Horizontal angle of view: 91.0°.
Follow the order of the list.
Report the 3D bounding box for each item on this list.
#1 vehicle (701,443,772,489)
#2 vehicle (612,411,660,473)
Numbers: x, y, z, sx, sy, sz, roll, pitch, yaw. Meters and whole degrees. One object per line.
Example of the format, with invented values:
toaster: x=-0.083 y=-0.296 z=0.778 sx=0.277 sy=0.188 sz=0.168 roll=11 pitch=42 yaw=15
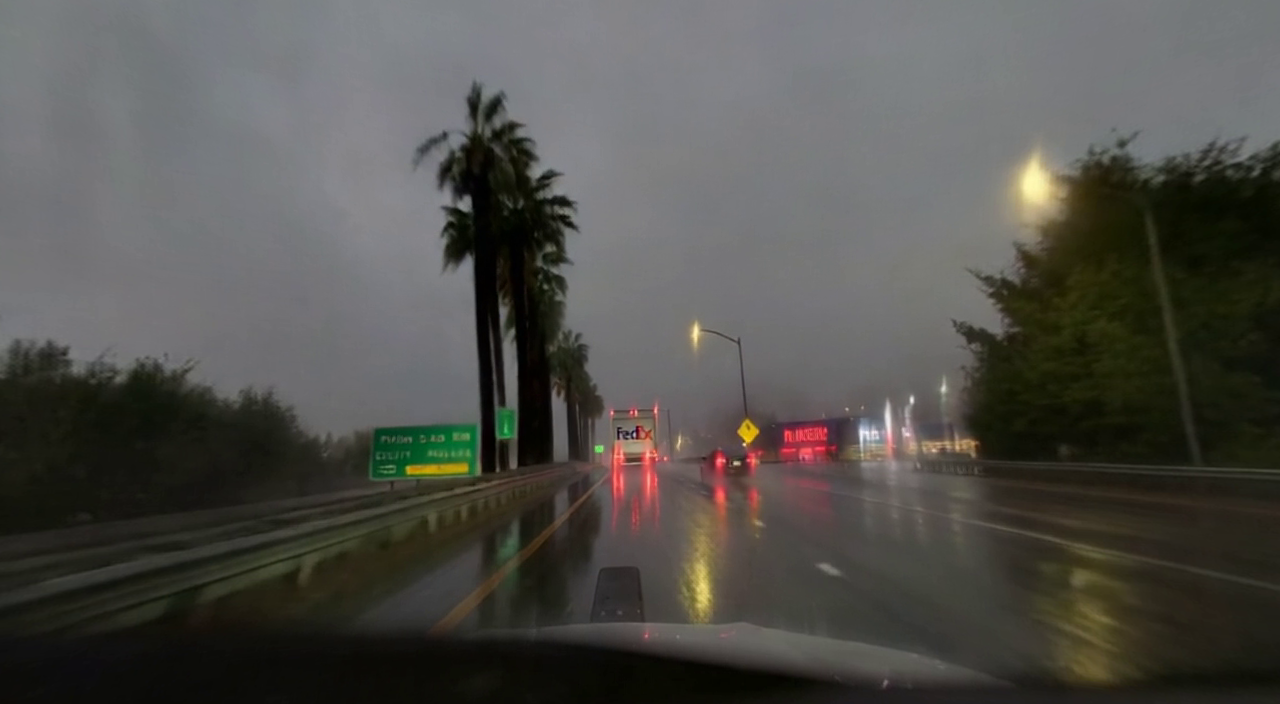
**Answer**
vehicle: x=3.594 y=4.314 z=24.144 sx=1.966 sy=1.558 sz=4.238 roll=0 pitch=-9 yaw=-1
vehicle: x=-0.398 y=6.945 z=48.355 sx=3.243 sy=4.134 sz=11.656 roll=0 pitch=-9 yaw=-1
